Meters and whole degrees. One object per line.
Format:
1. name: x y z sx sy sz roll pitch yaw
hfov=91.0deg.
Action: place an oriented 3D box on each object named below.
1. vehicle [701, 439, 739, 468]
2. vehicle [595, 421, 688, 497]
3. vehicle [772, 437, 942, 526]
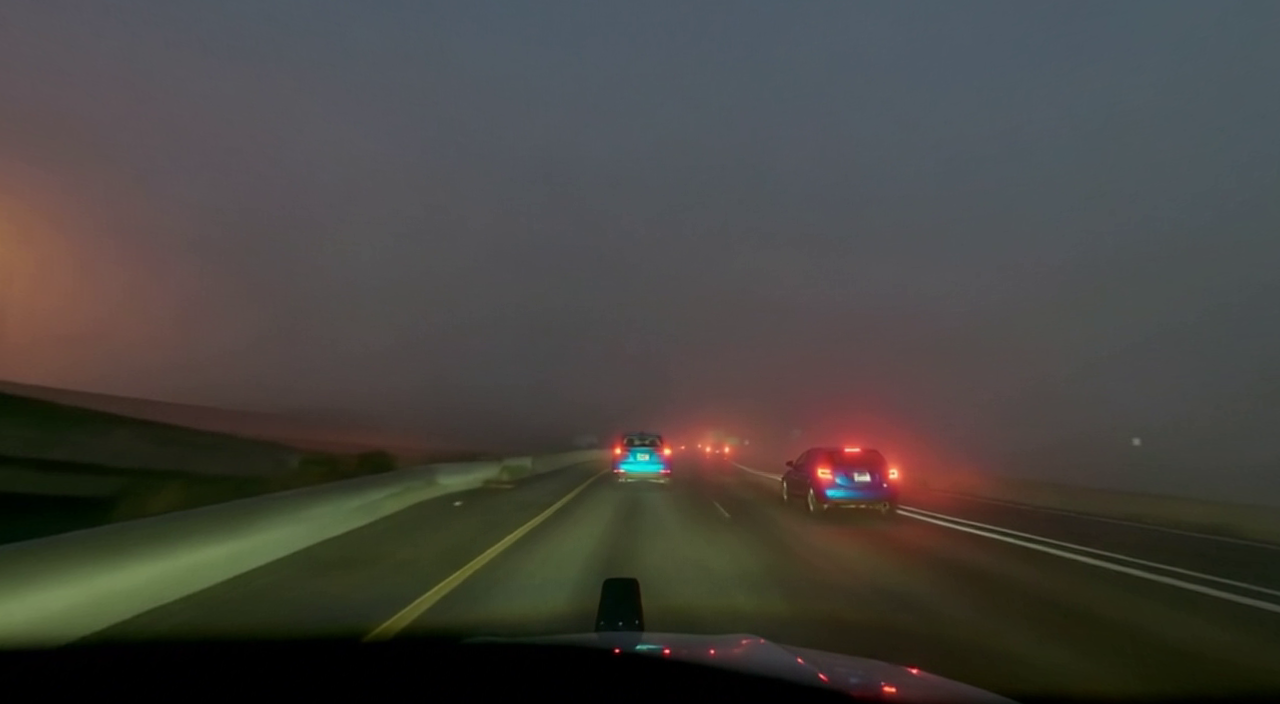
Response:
1. vehicle: 5.024 6.412 40.014 2.047 1.700 4.069 0 -9 3
2. vehicle: 0.092 2.944 17.645 2.264 1.841 4.583 0 -9 1
3. vehicle: 4.120 2.510 12.787 2.047 1.500 4.017 0 -9 0
